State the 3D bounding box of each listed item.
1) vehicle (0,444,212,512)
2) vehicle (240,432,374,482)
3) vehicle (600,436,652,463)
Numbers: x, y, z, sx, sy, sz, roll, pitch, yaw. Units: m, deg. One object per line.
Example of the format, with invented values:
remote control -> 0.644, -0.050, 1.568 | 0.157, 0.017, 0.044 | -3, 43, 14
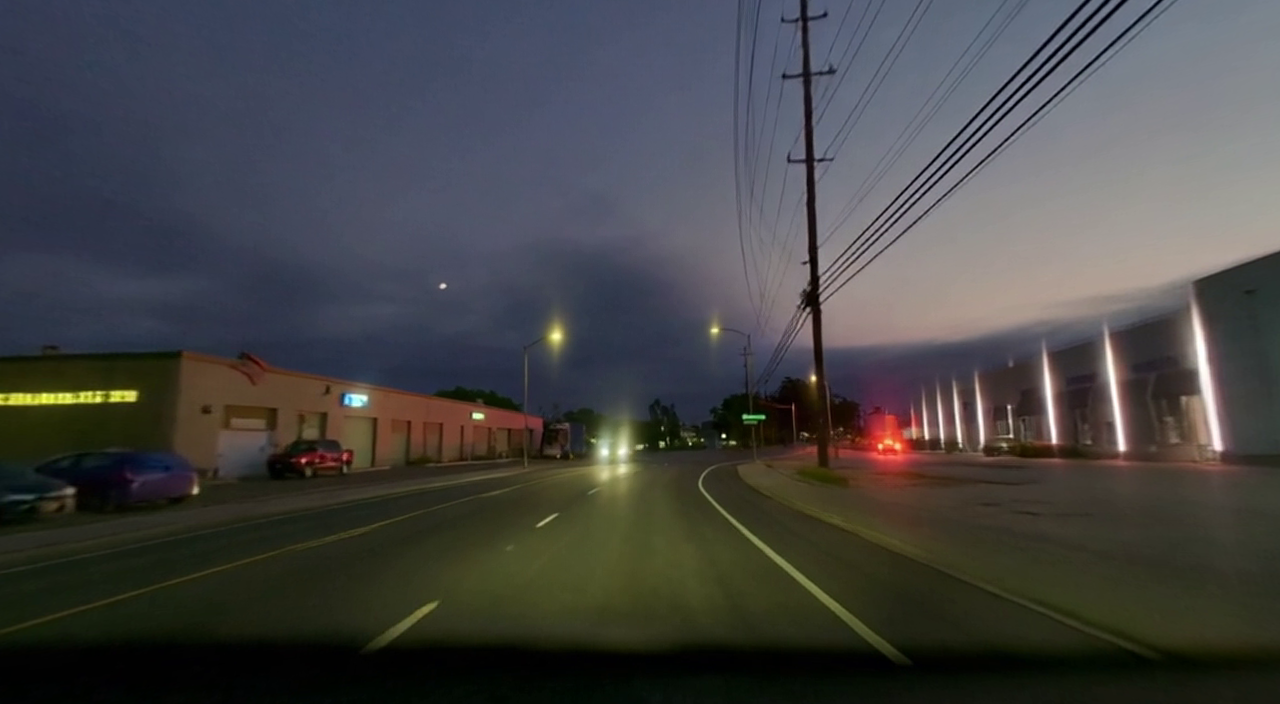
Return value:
vehicle -> -14.467, 3.347, 17.357 | 2.070, 1.577, 4.652 | 0, -8, 0
vehicle -> -15.864, 5.126, 30.684 | 2.502, 2.113, 6.488 | -1, -10, 5
vehicle -> -1.015, 7.603, 49.156 | 2.490, 1.961, 5.553 | -2, -9, 16
